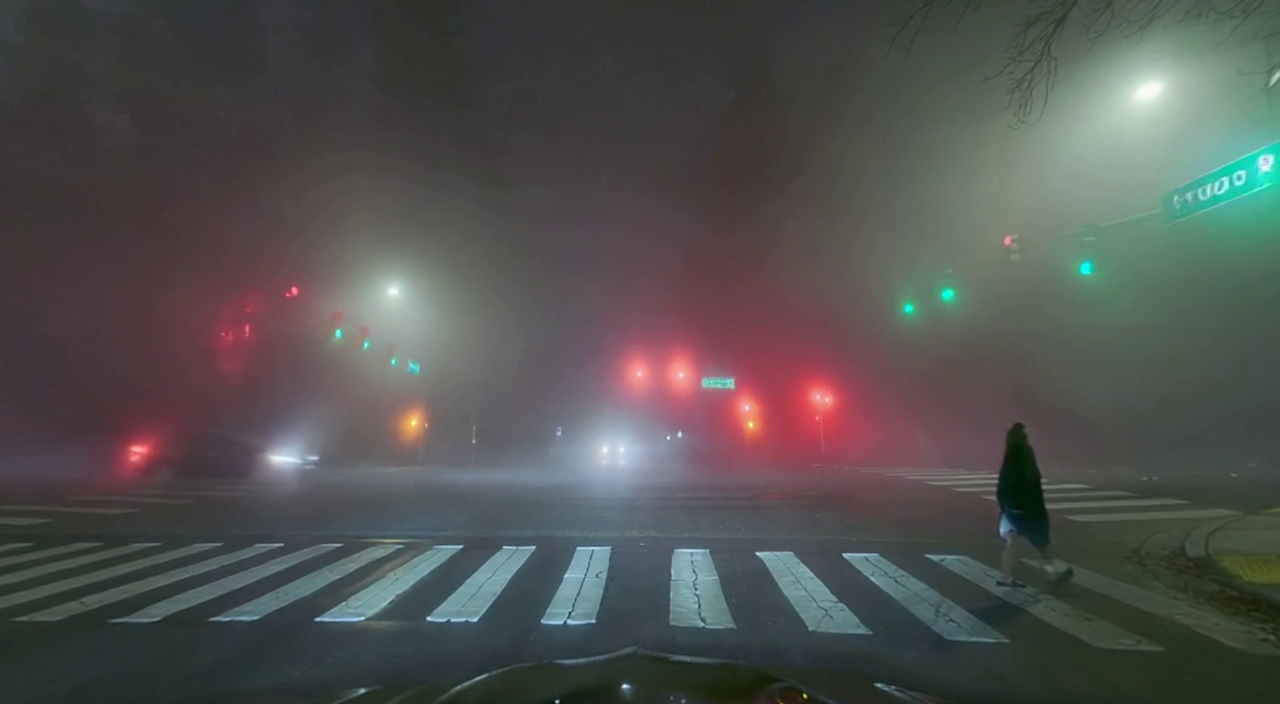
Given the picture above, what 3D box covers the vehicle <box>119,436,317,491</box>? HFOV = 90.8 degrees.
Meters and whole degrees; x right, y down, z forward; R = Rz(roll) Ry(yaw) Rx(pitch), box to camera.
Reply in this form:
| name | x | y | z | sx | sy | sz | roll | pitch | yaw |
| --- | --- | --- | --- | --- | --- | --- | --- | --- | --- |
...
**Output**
| name | x | y | z | sx | sy | sz | roll | pitch | yaw |
| --- | --- | --- | --- | --- | --- | --- | --- | --- | --- |
| vehicle | -12.382 | 3.283 | 18.770 | 4.502 | 1.512 | 1.917 | 0 | -9 | 0 |
